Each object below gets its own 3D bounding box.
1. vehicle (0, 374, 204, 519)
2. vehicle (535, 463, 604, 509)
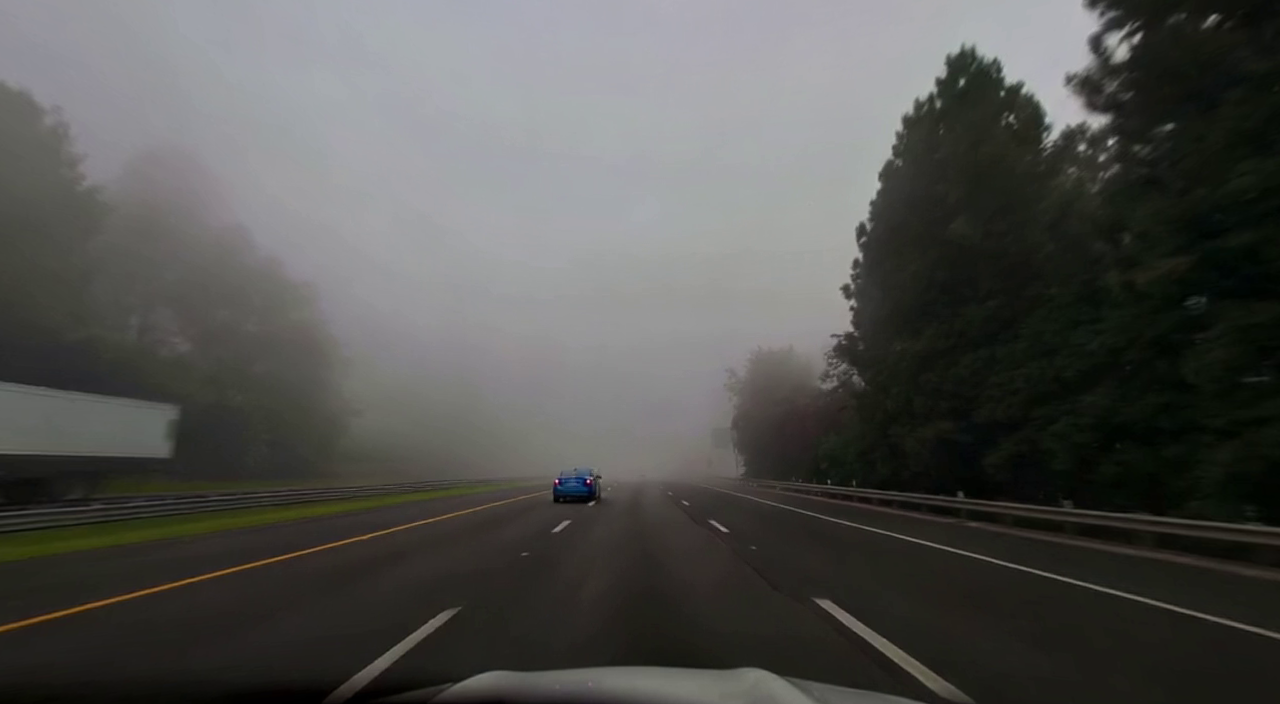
[{"bbox_3d":[-19.757,2.905,19.153,2.943,4.068,14.091,1,-11,0],"label":"vehicle"},{"bbox_3d":[-2.533,4.946,23.543,2.016,1.530,4.009,1,-11,1],"label":"vehicle"}]
